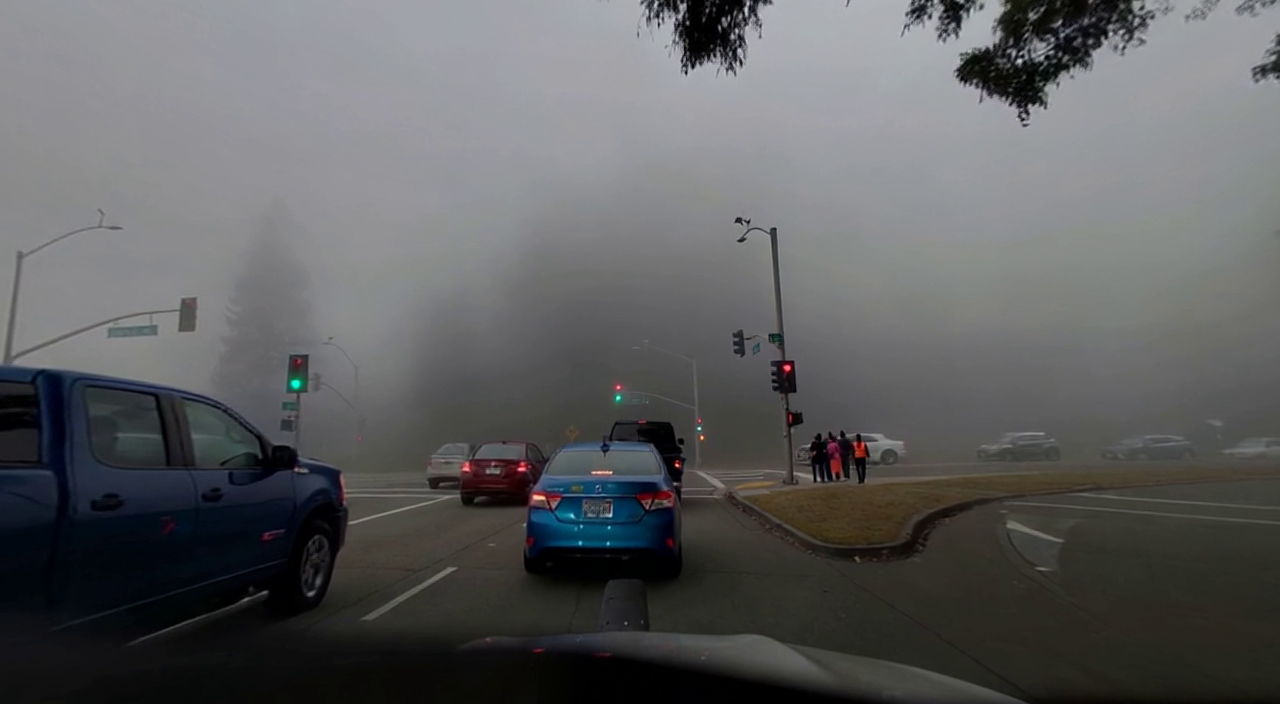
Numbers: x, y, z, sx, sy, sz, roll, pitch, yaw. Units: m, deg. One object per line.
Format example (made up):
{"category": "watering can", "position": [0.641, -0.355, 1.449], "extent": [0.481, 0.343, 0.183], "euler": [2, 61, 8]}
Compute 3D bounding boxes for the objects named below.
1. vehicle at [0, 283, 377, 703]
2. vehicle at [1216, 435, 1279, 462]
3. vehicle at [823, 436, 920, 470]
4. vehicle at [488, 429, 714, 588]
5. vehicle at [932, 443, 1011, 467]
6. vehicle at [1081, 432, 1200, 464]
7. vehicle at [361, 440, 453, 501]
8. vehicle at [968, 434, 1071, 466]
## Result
{"category": "vehicle", "position": [-3.662, 0.840, 3.396], "extent": [2.202, 1.961, 4.980], "euler": [0, -9, 1]}
{"category": "vehicle", "position": [36.249, 5.503, 36.001], "extent": [4.643, 1.464, 1.840], "euler": [-1, -9, 3]}
{"category": "vehicle", "position": [12.216, 5.359, 33.458], "extent": [4.394, 1.724, 1.886], "euler": [0, -9, 1]}
{"category": "vehicle", "position": [-0.366, 1.831, 8.284], "extent": [2.144, 1.497, 4.446], "euler": [0, -9, 0]}
{"category": "vehicle", "position": [21.218, 6.586, 40.393], "extent": [3.983, 1.443, 1.831], "euler": [0, -9, 1]}
{"category": "vehicle", "position": [28.937, 5.579, 36.563], "extent": [4.967, 1.794, 2.044], "euler": [-1, -9, 3]}
{"category": "vehicle", "position": [-7.562, 3.835, 20.979], "extent": [2.026, 1.755, 5.167], "euler": [2, -9, -11]}
{"category": "vehicle", "position": [21.940, 5.661, 36.554], "extent": [4.529, 1.786, 2.110], "euler": [0, -9, 2]}
